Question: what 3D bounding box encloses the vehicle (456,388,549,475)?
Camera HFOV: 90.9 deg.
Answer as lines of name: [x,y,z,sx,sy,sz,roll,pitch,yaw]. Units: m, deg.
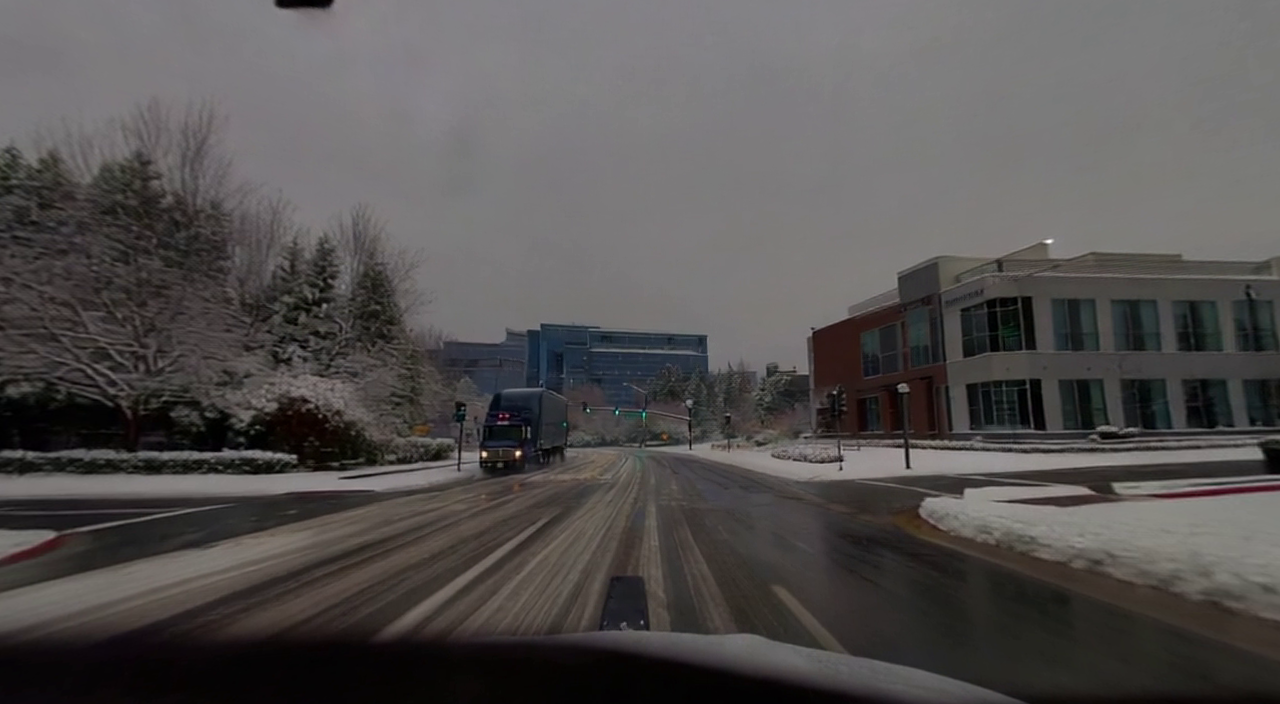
vehicle: [-6.995,4.304,33.595,3.053,4.058,8.110,0,-8,0]
